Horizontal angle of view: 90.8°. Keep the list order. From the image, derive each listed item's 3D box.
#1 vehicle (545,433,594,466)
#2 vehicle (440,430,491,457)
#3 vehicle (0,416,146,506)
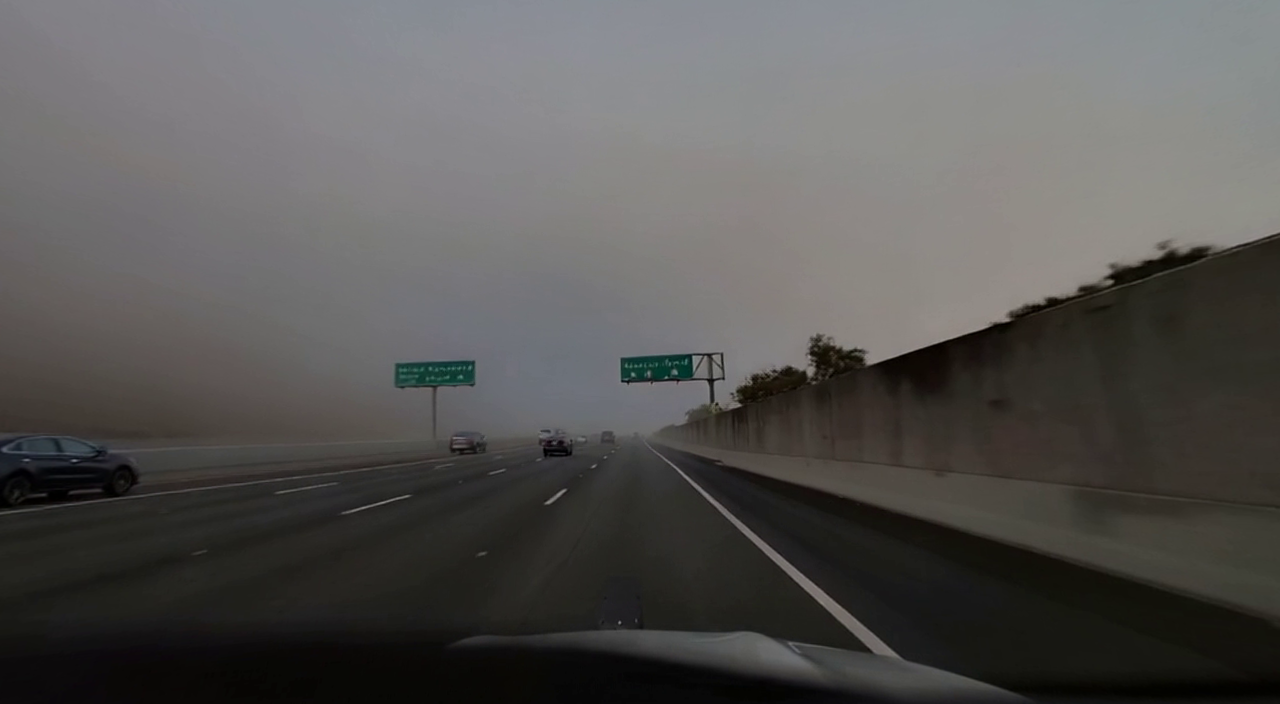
[{"bbox_3d":[-3.424,4.842,31.405,1.931,1.492,4.076,0,-8,1],"label":"vehicle"},{"bbox_3d":[-11.981,6.365,43.702,2.076,1.766,4.831,0,-8,1],"label":"vehicle"},{"bbox_3d":[-12.706,2.141,12.518,2.035,1.630,4.527,0,-8,1],"label":"vehicle"}]
